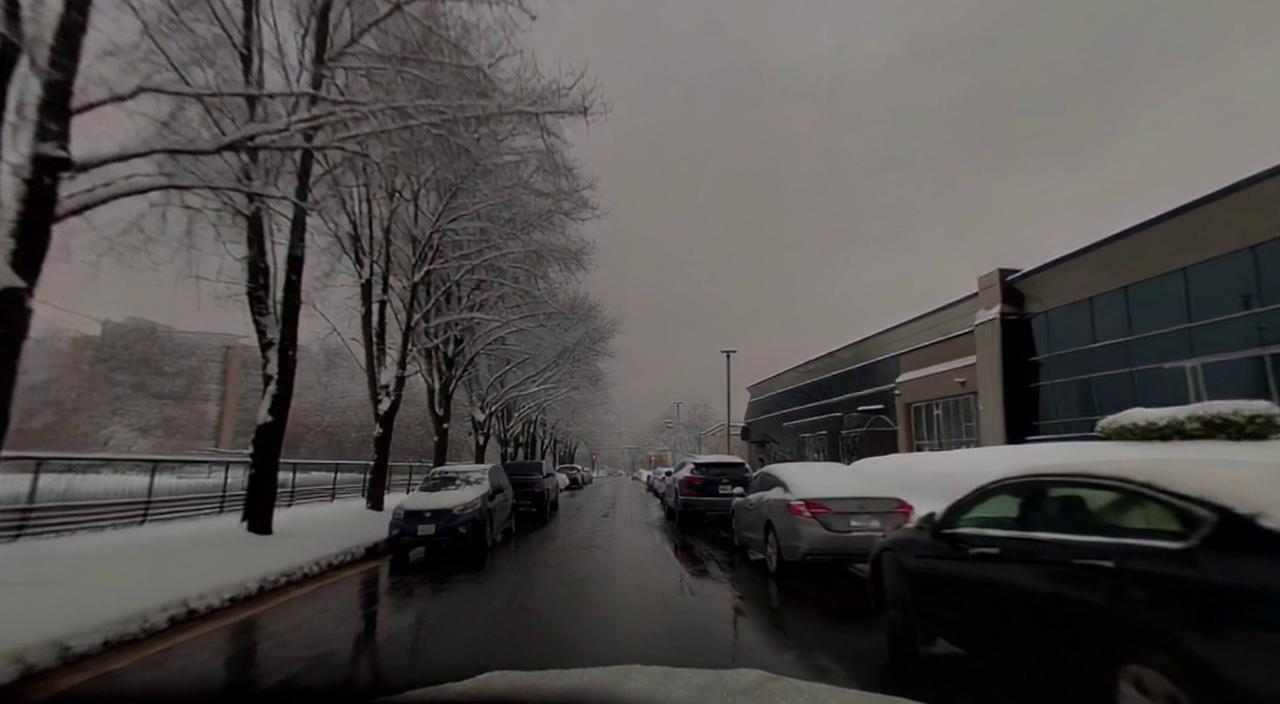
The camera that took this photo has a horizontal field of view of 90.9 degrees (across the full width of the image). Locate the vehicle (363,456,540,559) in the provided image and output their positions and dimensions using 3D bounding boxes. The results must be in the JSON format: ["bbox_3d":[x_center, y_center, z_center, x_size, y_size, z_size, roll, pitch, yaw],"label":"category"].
[{"bbox_3d":[-3.123,2.700,11.523,2.018,1.461,4.413,1,-11,-2],"label":"vehicle"}]

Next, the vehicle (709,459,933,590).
[{"bbox_3d":[2.384,2.451,9.694,1.815,1.479,4.498,2,-11,-4],"label":"vehicle"}]

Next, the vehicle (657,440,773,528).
[{"bbox_3d":[1.813,3.490,16.987,2.242,1.972,4.898,2,-11,-3],"label":"vehicle"}]

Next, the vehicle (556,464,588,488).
[{"bbox_3d":[-4.525,8.298,42.270,2.002,1.460,4.201,2,-11,-5],"label":"vehicle"}]

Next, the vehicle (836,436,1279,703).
[{"bbox_3d":[2.856,1.356,3.707,1.889,1.482,4.118,2,-11,-3],"label":"vehicle"}]
